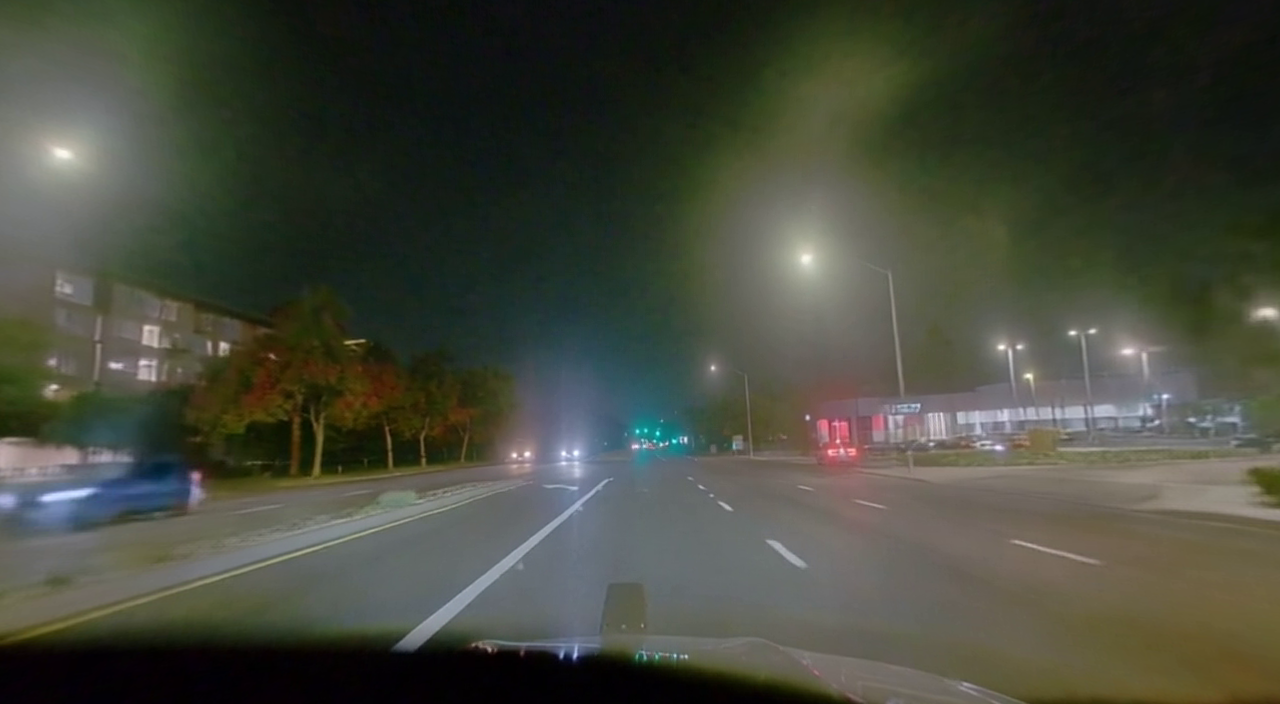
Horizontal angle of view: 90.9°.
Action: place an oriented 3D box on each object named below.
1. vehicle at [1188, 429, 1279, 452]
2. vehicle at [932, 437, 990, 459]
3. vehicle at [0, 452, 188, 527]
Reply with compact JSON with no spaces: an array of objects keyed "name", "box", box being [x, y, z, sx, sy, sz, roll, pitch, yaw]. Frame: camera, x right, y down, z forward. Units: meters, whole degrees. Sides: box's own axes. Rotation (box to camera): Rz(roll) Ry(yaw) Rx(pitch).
[{"name":"vehicle","box":[39.269,5.831,41.256,1.790,1.416,4.627,5,-10,-32]},{"name":"vehicle","box":[25.188,7.499,49.412,4.512,1.648,1.938,6,-10,-33]},{"name":"vehicle","box":[-15.104,3.657,17.368,1.983,1.725,4.359,0,-8,1]}]
